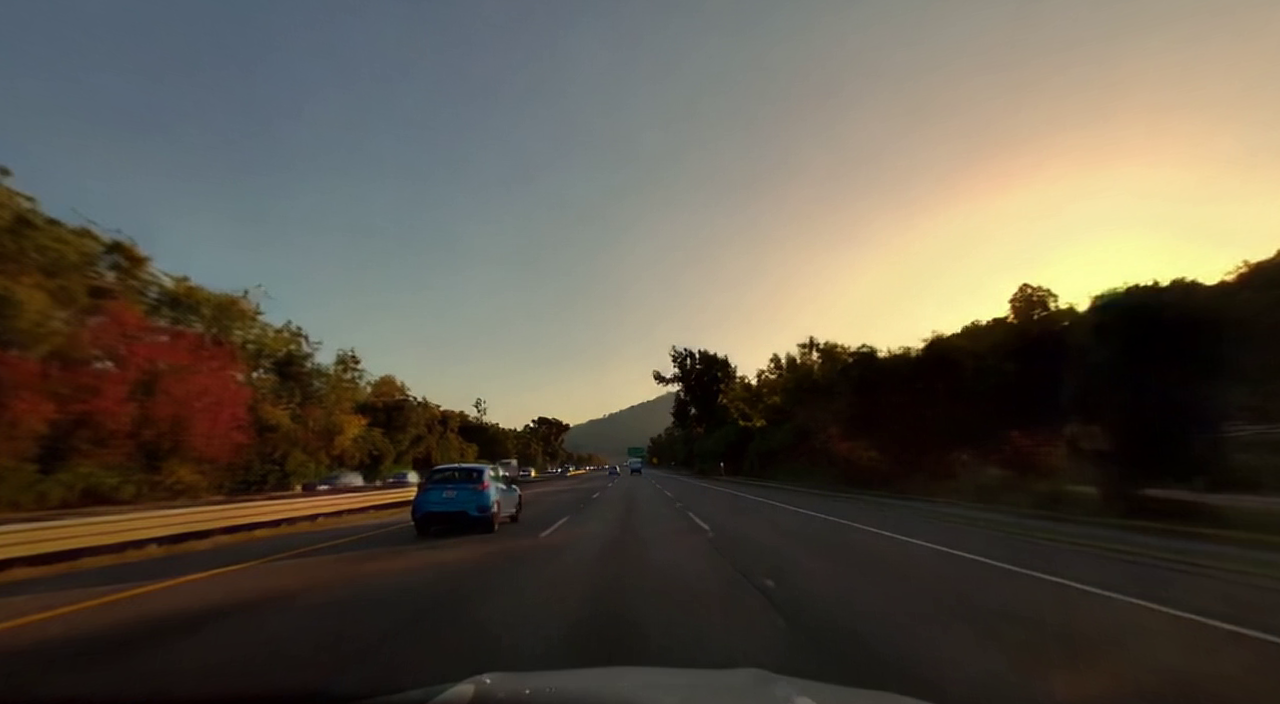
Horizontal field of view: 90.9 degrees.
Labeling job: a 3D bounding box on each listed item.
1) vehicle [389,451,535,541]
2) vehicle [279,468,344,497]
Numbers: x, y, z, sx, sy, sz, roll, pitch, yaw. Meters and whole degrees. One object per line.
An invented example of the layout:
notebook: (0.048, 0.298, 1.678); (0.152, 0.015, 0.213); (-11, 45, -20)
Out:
vehicle: (-3.483, 2.919, 13.185); (1.797, 1.532, 4.072); (1, -10, 1)
vehicle: (-16.007, 6.353, 30.867); (1.466, 1.333, 3.189); (1, -10, -1)
